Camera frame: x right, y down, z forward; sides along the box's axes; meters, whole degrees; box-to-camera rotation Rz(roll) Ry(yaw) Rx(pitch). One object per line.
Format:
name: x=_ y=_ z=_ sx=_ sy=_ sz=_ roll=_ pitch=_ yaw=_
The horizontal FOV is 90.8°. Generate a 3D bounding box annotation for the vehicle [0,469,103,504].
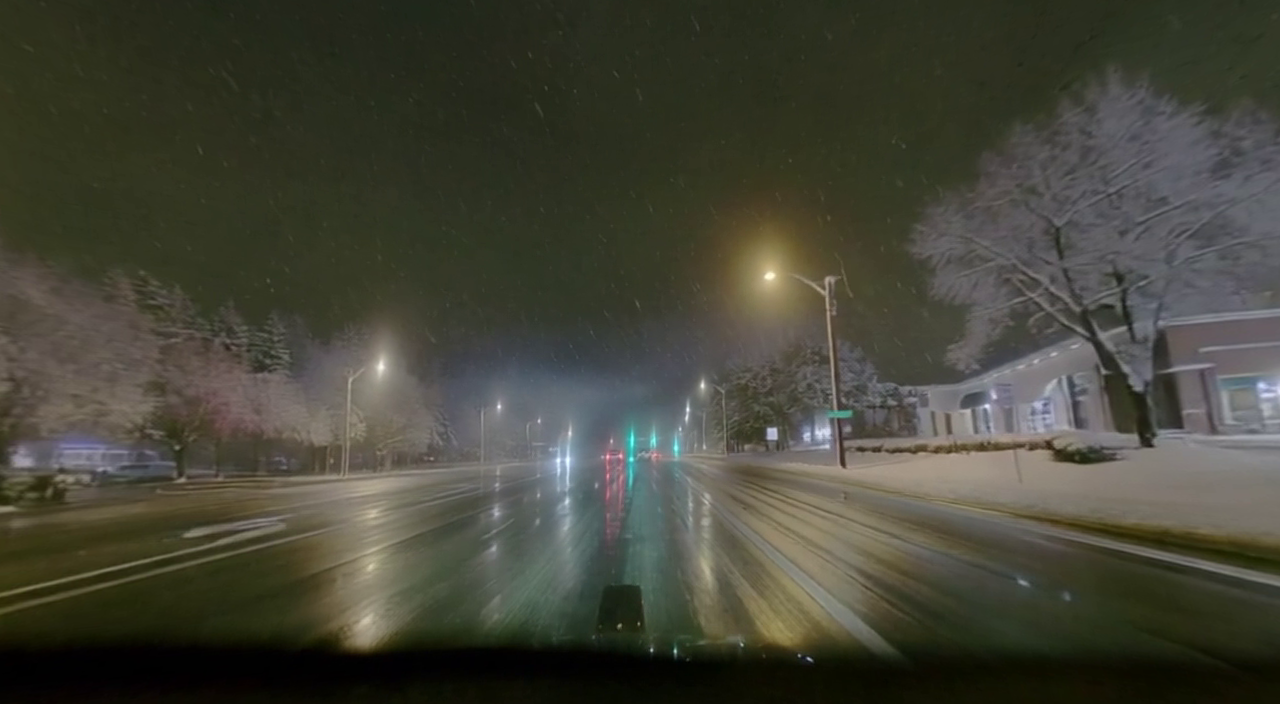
vehicle: x=-28.952 y=6.469 z=30.685 sx=1.882 sy=1.401 sz=4.476 roll=0 pitch=-9 yaw=-2
